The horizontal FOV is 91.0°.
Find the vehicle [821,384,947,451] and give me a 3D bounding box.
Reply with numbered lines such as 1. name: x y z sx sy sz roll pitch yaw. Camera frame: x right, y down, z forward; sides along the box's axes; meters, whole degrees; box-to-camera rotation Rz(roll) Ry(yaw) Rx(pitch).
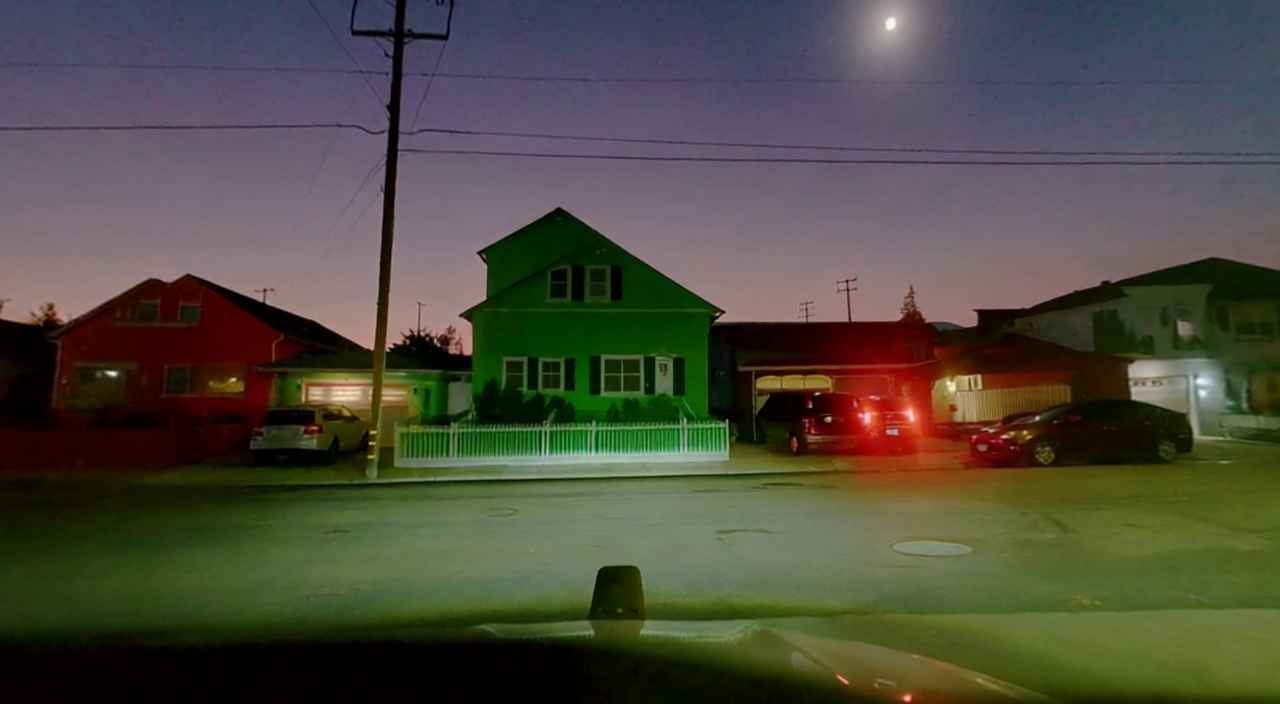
1. vehicle: 7.076 2.053 18.798 2.053 1.756 4.034 0 -9 -1

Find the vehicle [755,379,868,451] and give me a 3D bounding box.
1. vehicle: 4.891 1.922 18.692 2.081 1.891 4.367 0 -7 -1

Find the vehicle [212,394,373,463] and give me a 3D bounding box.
1. vehicle: -9.931 2.307 18.559 2.091 1.760 4.760 0 -8 -1

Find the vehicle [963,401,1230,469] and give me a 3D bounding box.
1. vehicle: 10.482 1.952 14.779 4.644 1.482 1.997 0 -8 1
